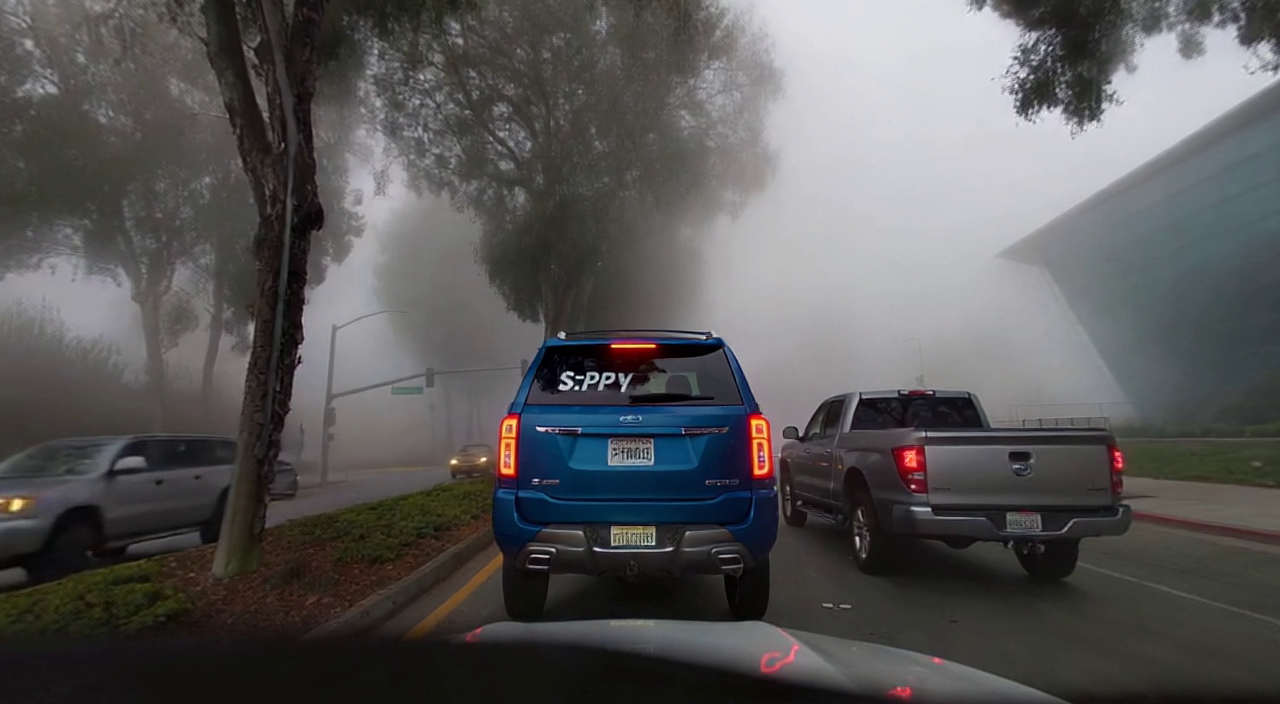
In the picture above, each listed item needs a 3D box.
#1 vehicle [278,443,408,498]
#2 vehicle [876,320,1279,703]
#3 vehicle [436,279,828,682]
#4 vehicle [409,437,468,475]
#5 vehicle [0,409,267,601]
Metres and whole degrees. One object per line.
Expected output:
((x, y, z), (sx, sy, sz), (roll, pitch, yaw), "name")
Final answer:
((-12.173, 4.866, 26.485), (2.419, 2.018, 5.952), (0, -8, 2), "vehicle")
((3.080, 0.987, 3.466), (2.022, 1.700, 4.410), (0, -8, 3), "vehicle")
((0.008, 1.042, 5.976), (2.267, 2.372, 4.366), (0, -8, 2), "vehicle")
((-15.455, 7.991, 48.814), (2.395, 2.745, 6.273), (0, -8, 1), "vehicle")
((-8.271, 2.070, 9.466), (2.136, 2.109, 5.377), (0, -9, -2), "vehicle")
